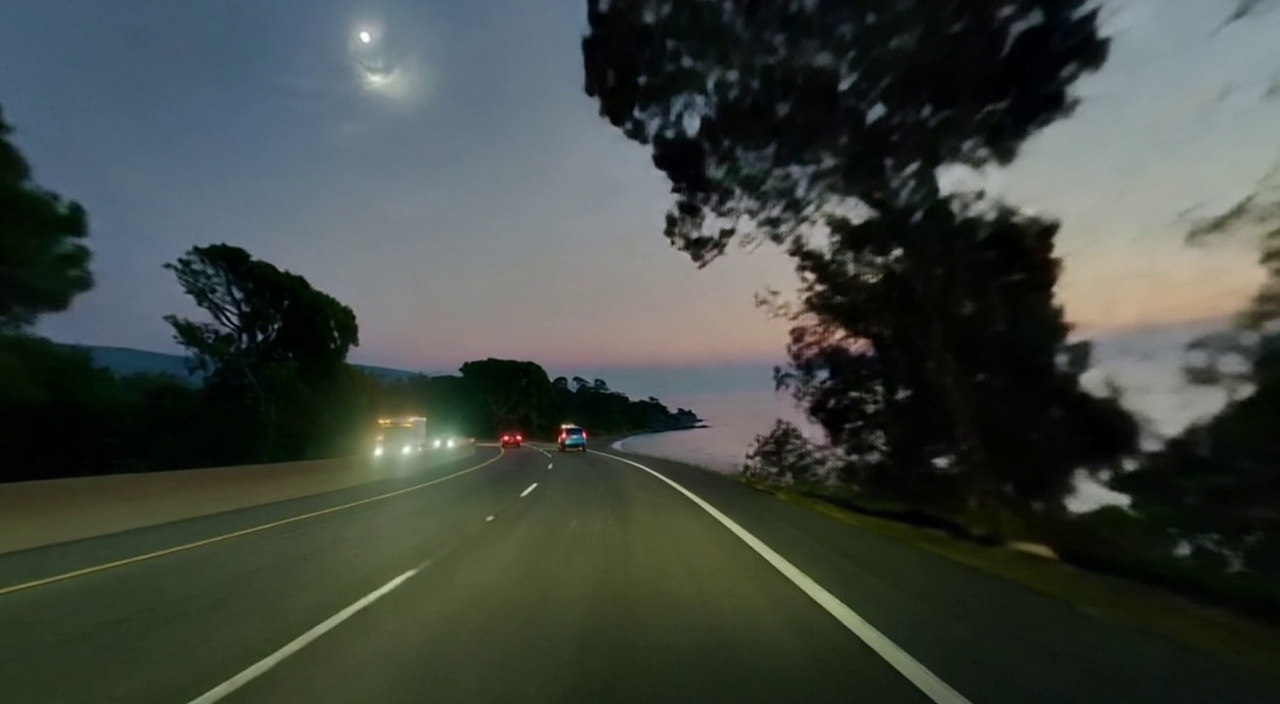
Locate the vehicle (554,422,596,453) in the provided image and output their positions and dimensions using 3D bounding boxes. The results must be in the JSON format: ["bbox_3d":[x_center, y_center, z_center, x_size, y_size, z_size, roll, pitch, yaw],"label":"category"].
[{"bbox_3d":[-4.975,6.500,47.678,2.632,2.162,5.529,2,-9,-11],"label":"vehicle"}]
